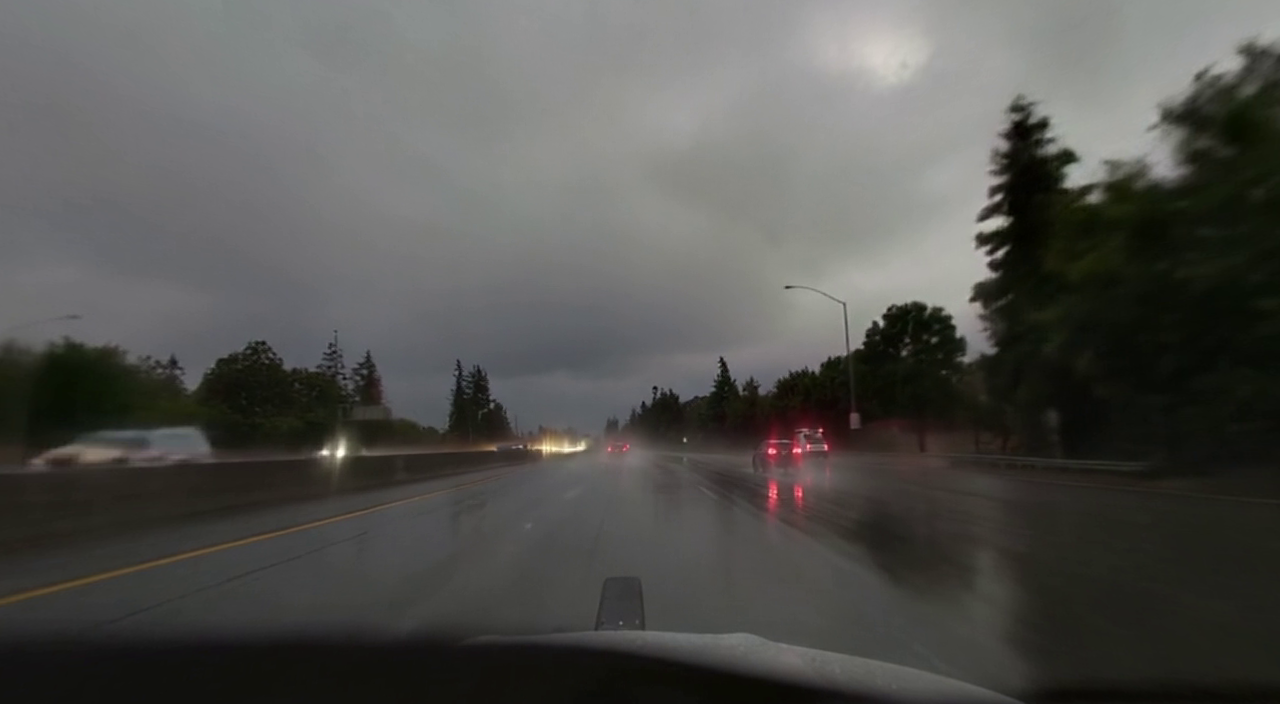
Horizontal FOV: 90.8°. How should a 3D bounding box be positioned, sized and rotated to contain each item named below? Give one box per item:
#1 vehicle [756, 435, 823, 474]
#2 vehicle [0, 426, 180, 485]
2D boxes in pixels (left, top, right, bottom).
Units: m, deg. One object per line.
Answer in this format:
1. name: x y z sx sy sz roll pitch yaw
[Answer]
1. vehicle: 6.954 4.825 29.823 2.081 1.705 3.926 0 -9 -1
2. vehicle: -17.443 3.267 20.141 2.118 1.625 4.530 0 -9 0
